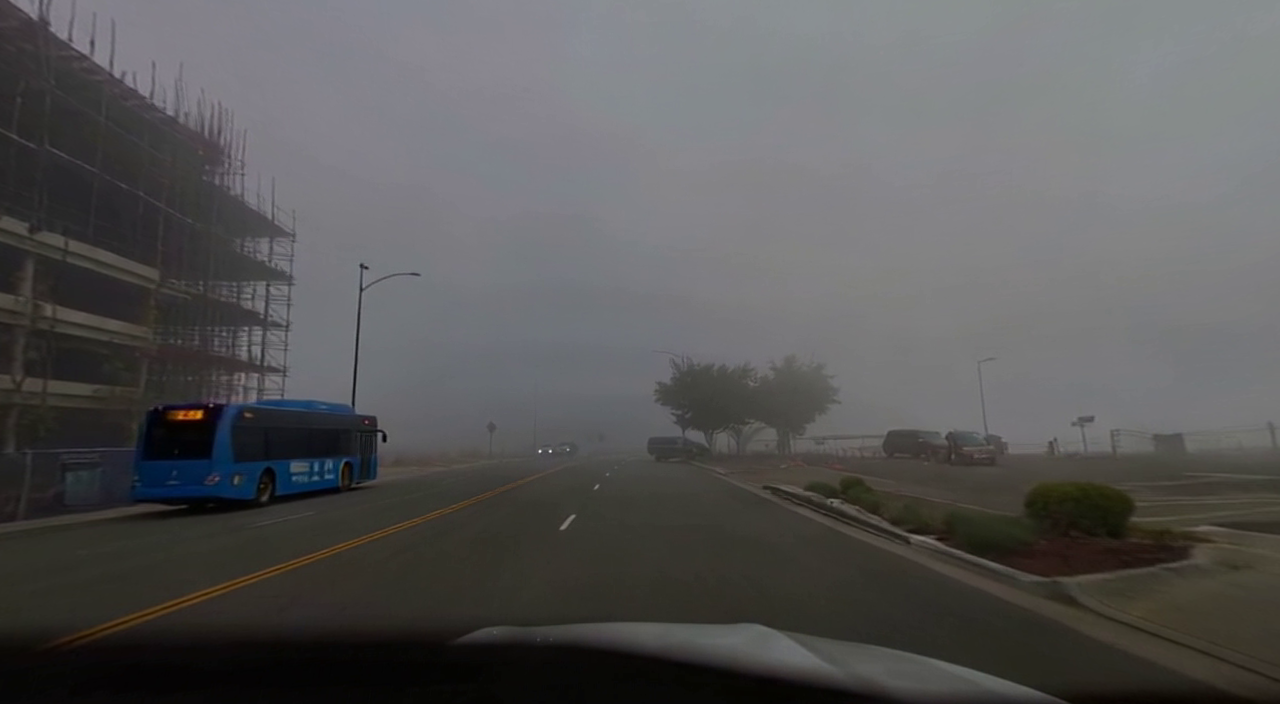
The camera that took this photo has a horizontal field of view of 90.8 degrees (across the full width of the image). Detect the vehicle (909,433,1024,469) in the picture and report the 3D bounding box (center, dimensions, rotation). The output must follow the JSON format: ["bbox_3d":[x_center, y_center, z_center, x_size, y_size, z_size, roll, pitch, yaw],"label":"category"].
[{"bbox_3d":[13.943,4.259,27.125,3.897,1.470,1.829,0,-8,-1],"label":"vehicle"}]

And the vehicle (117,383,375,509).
[{"bbox_3d":[-10.148,2.565,17.284,2.979,2.803,5.962,0,-9,2],"label":"vehicle"}]
